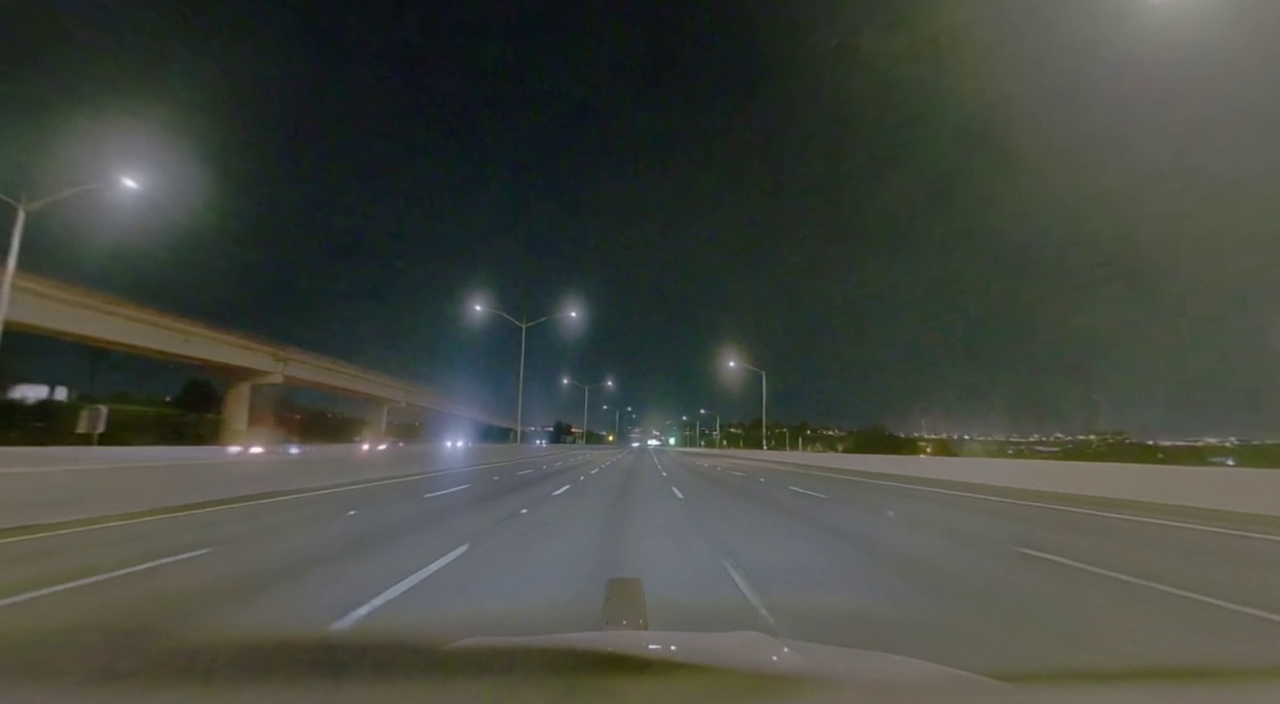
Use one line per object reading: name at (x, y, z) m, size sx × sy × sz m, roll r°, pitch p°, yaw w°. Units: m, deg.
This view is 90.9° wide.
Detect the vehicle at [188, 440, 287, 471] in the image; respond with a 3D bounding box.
vehicle at (-20.179, 5.207, 31.897) m, size 2.001 × 1.455 × 4.391 m, roll 0°, pitch -8°, yaw 1°

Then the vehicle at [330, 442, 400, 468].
vehicle at (-16.420, 6.151, 37.957) m, size 1.957 × 1.446 × 4.710 m, roll 0°, pitch -9°, yaw 1°
